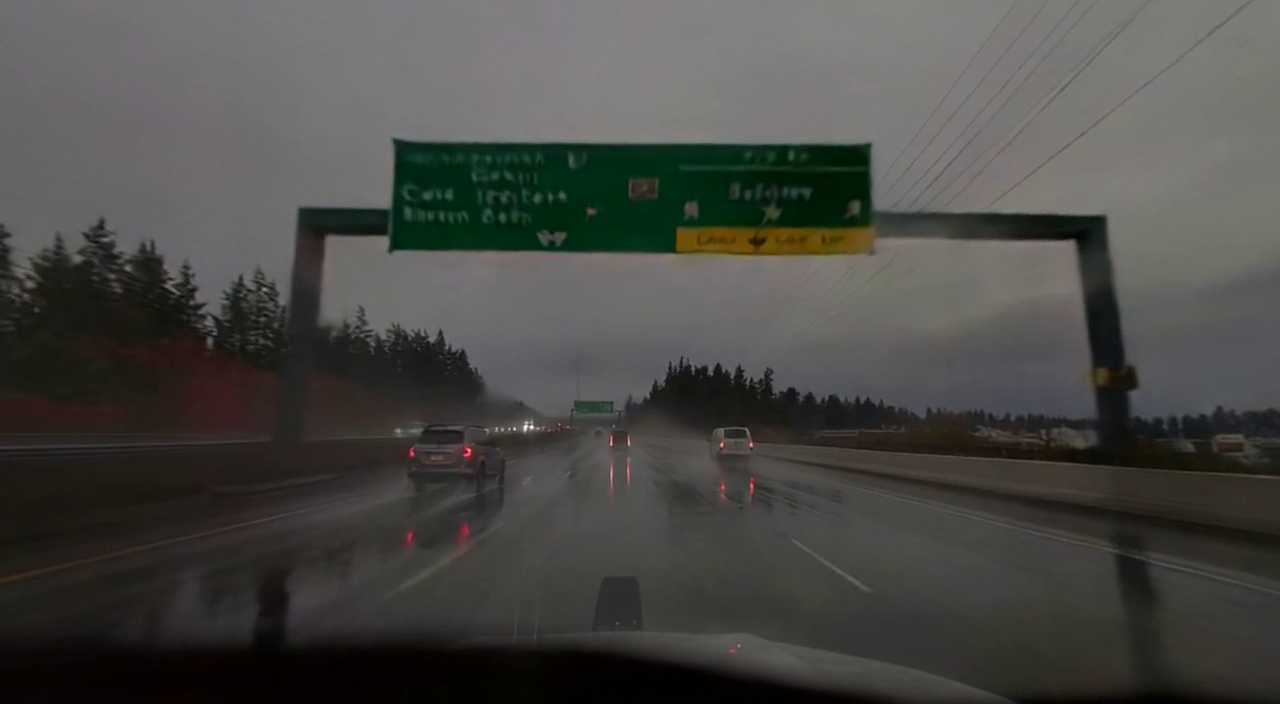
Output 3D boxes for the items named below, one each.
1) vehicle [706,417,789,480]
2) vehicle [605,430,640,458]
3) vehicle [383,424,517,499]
[{"bbox_3d":[3.477,3.155,20.938,1.976,1.905,3.263,0,-7,-4],"label":"vehicle"},{"bbox_3d":[-1.193,5.902,40.744,2.159,1.690,3.720,0,-7,-3],"label":"vehicle"},{"bbox_3d":[-4.454,2.599,15.501,2.100,1.590,4.077,0,-7,-1],"label":"vehicle"}]
